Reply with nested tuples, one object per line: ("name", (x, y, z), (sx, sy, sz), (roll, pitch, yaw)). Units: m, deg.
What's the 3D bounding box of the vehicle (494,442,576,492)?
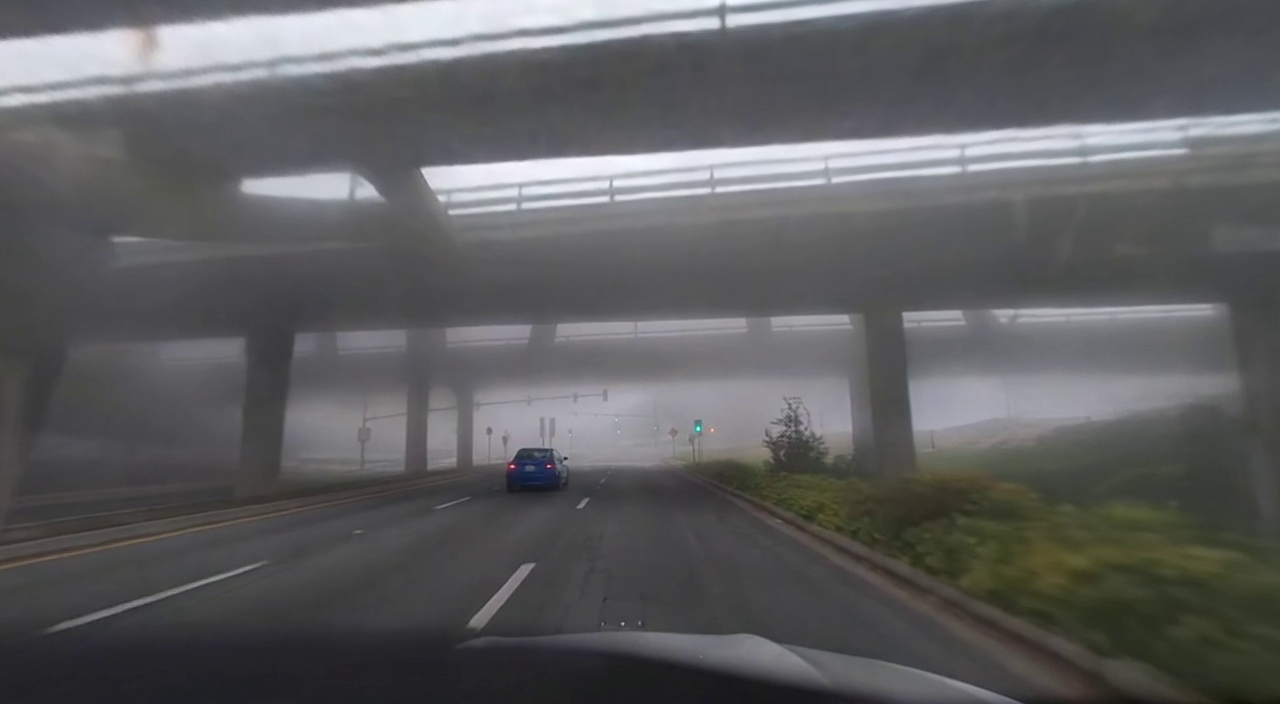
("vehicle", (-3.390, 3.806, 21.225), (1.963, 1.460, 4.614), (0, -9, 0))
